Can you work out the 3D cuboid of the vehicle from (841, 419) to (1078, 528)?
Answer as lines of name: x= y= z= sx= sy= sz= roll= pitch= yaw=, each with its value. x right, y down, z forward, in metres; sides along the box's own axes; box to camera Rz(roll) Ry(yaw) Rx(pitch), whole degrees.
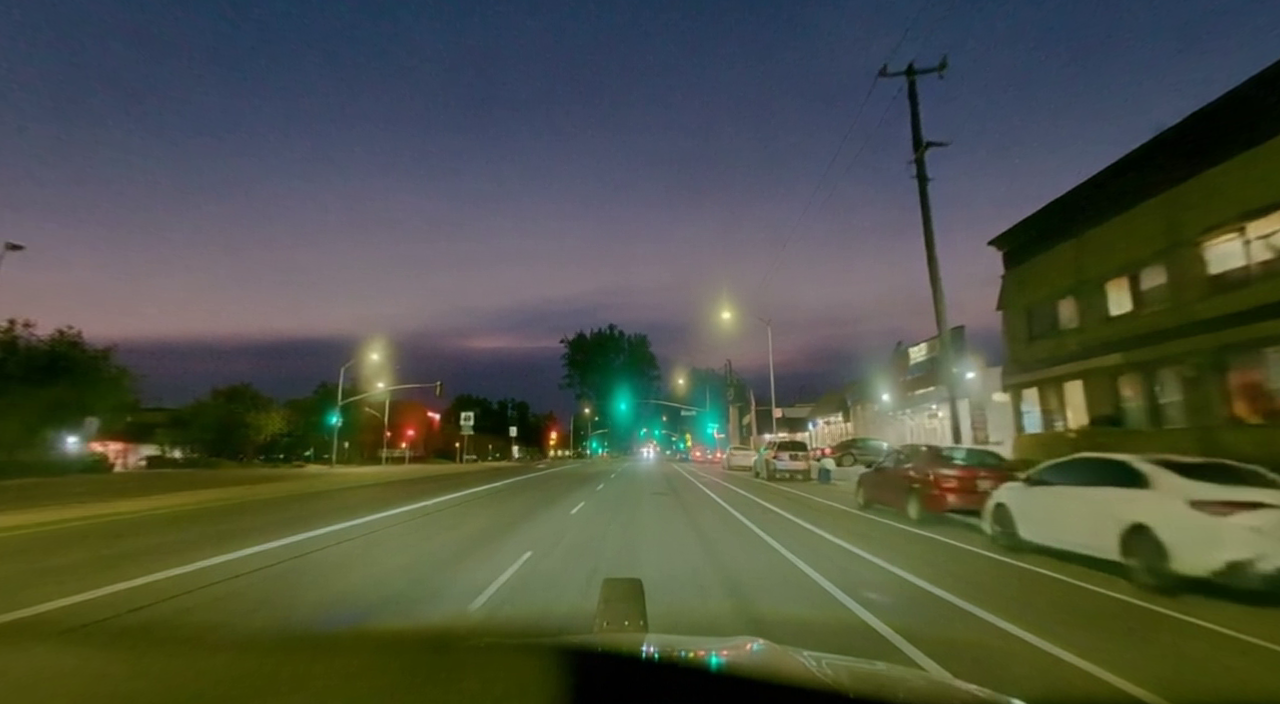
vehicle: x=5.880 y=2.321 z=12.588 sx=1.965 sy=1.705 sz=5.114 roll=1 pitch=-9 yaw=-1

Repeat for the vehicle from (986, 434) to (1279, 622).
vehicle: x=5.929 y=1.644 z=6.598 sx=1.855 sy=1.463 sz=4.729 roll=1 pitch=-9 yaw=-1

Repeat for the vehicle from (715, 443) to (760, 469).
vehicle: x=6.111 y=6.596 z=40.050 sx=2.057 sy=1.541 sz=4.735 roll=0 pitch=-9 yaw=-1

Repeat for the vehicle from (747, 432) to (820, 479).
vehicle: x=6.040 y=4.430 z=27.154 sx=1.931 sy=1.814 sz=4.870 roll=0 pitch=-9 yaw=0
